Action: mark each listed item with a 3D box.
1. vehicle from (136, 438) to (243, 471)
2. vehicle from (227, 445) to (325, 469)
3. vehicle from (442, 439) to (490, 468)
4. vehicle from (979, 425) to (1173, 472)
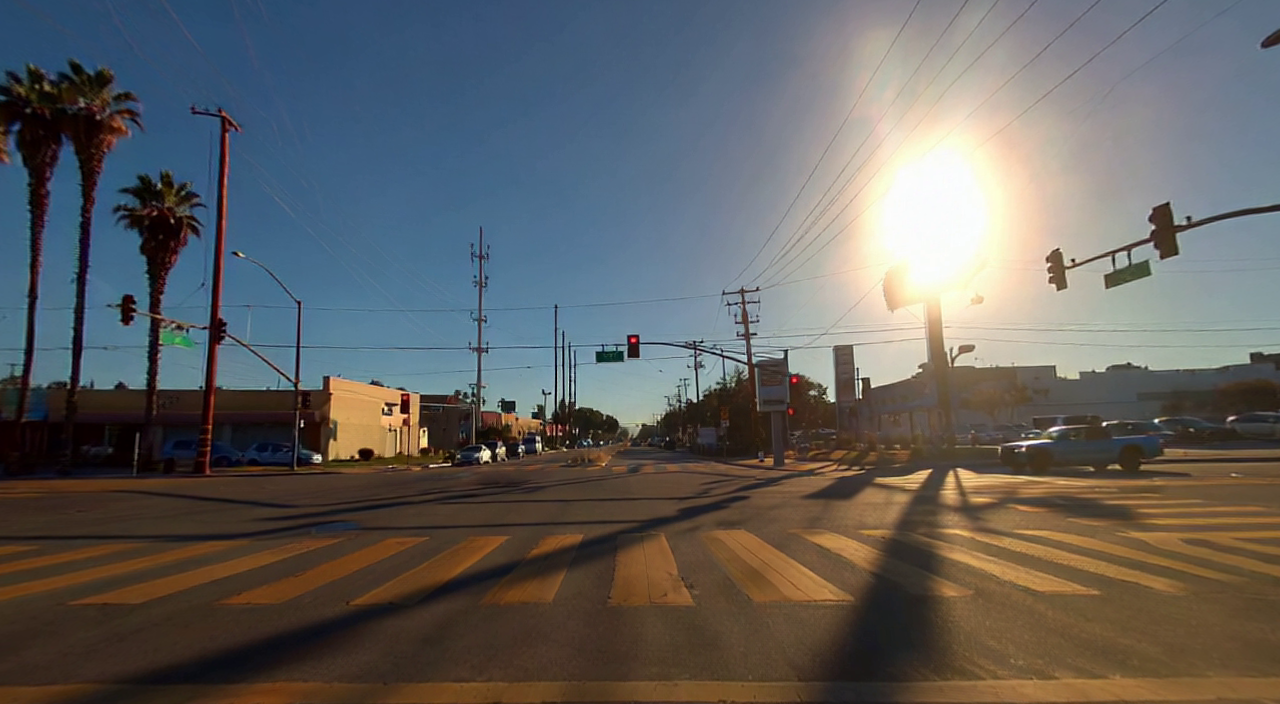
[{"bbox_3d":[-25.917,5.924,36.466,4.613,1.820,2.021,-1,-9,3],"label":"vehicle"},{"bbox_3d":[-22.315,6.436,38.837,4.849,1.444,1.881,0,-8,1],"label":"vehicle"},{"bbox_3d":[-11.966,6.989,43.794,2.016,1.717,4.287,0,-6,1],"label":"vehicle"},{"bbox_3d":[14.422,3.228,21.172,4.918,1.479,1.897,-1,-9,7],"label":"vehicle"}]
